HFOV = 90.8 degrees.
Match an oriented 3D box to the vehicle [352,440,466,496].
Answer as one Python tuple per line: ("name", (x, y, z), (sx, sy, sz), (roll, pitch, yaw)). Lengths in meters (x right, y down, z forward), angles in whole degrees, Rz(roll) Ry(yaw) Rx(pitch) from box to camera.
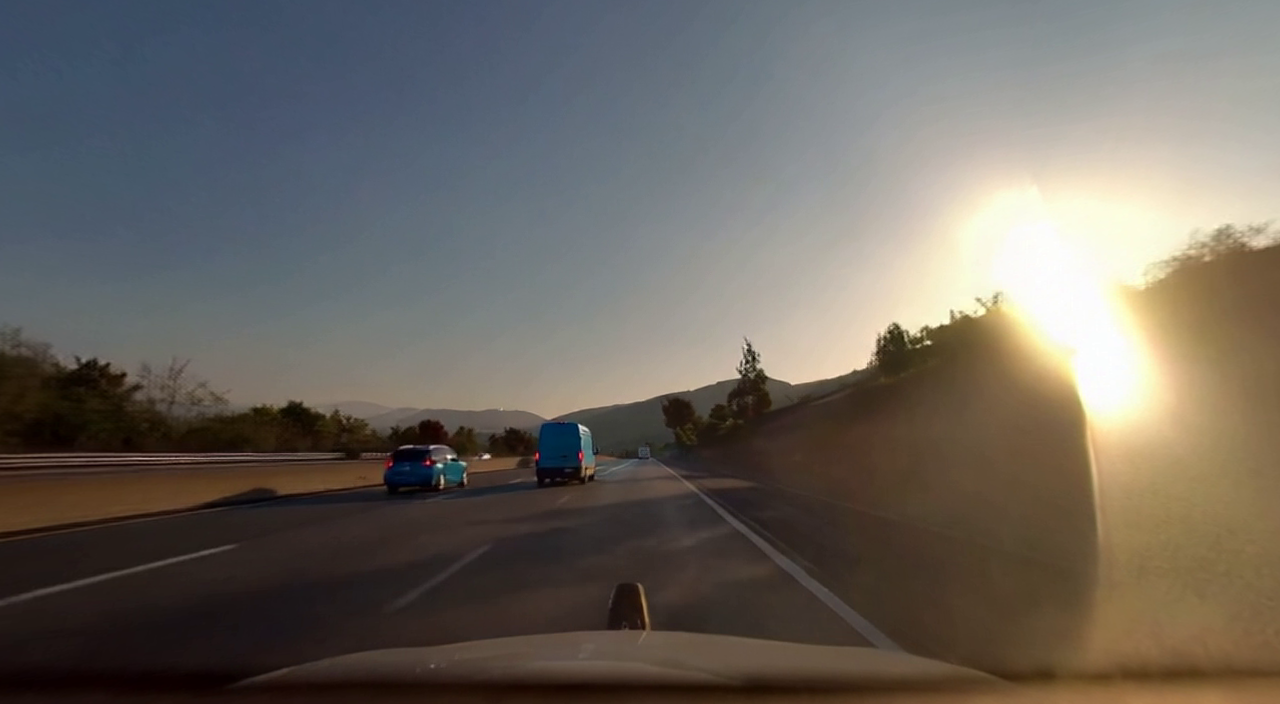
("vehicle", (-7.564, 3.829, 21.206), (2.164, 1.664, 4.252), (0, -9, 1))

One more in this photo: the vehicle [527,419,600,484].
("vehicle", (-3.211, 4.397, 28.016), (2.437, 2.565, 5.829), (0, -9, 1))
